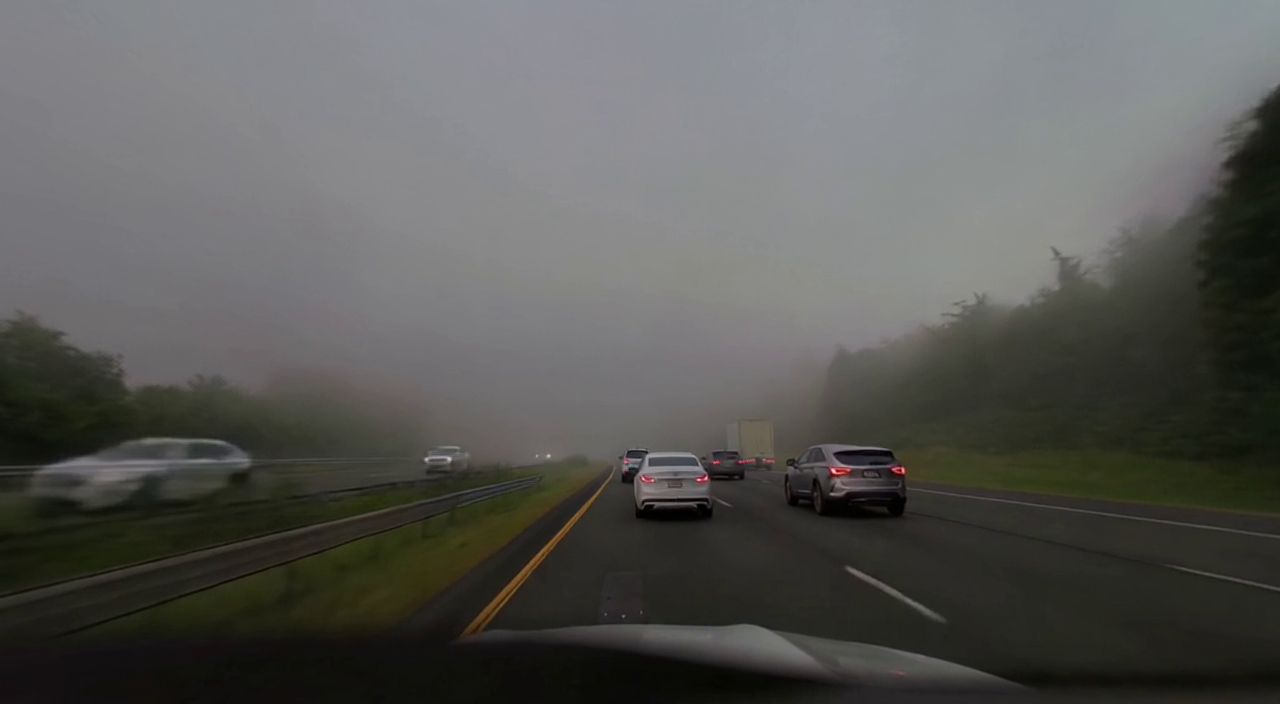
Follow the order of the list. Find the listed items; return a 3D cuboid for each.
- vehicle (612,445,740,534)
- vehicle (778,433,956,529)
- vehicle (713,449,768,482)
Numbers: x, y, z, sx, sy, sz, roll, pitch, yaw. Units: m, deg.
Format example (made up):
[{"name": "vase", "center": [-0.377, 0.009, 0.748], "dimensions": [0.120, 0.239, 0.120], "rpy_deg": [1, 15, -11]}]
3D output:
[{"name": "vehicle", "center": [0.557, 2.550, 12.236], "dimensions": [2.094, 1.426, 3.725], "rpy_deg": [0, -9, -1]}, {"name": "vehicle", "center": [4.510, 2.634, 13.465], "dimensions": [1.998, 1.657, 4.604], "rpy_deg": [0, -9, -1]}, {"name": "vehicle", "center": [4.925, 5.635, 31.452], "dimensions": [1.908, 1.500, 4.157], "rpy_deg": [0, -9, -2]}]
